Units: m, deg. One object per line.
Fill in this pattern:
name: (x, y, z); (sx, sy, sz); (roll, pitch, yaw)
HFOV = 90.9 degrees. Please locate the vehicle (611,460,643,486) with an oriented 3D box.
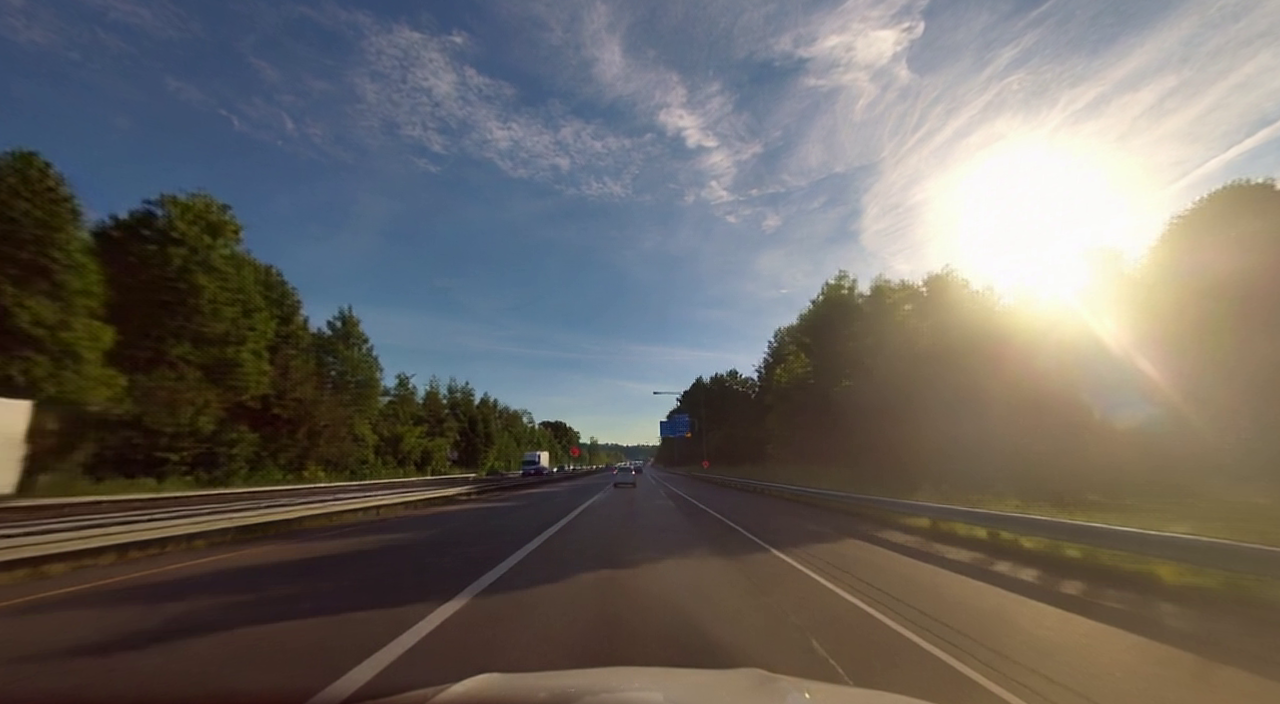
vehicle: (-0.861, 8.399, 43.794); (2.104, 1.655, 4.039); (1, -10, 0)
